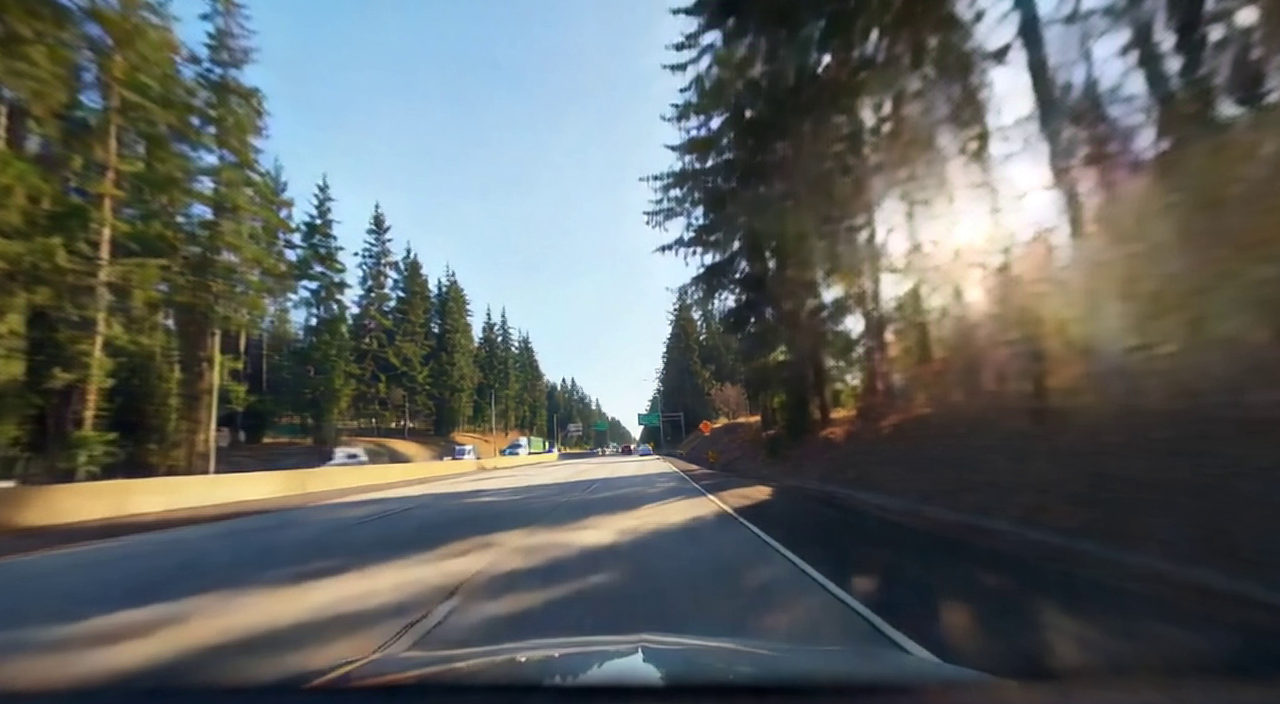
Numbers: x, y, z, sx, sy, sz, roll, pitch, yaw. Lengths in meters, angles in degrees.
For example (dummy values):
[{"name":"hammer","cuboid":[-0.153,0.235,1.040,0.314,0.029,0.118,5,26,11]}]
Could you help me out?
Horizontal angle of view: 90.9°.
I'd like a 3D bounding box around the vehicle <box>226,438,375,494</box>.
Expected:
[{"name":"vehicle","cuboid":[-11.278,3.774,21.526,2.108,1.652,5.278,0,-8,1]}]
